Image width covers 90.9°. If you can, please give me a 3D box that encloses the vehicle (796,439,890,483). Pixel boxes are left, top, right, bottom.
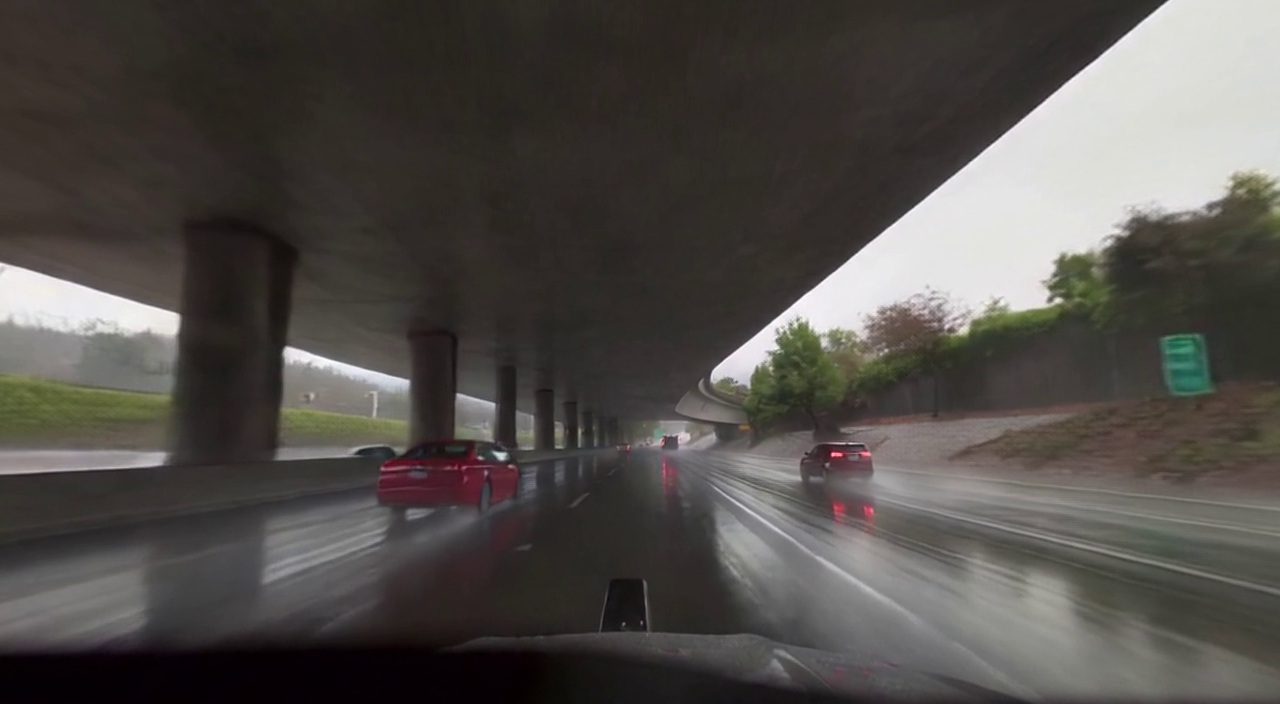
[{"bbox_3d":[7.337,3.976,23.350,1.914,1.465,4.574,0,-8,-1],"label":"vehicle"}]

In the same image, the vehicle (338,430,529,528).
[{"bbox_3d":[-3.710,2.385,12.478,2.085,1.533,4.861,0,-8,1],"label":"vehicle"}]

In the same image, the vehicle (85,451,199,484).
[{"bbox_3d":[-24.584,5.674,31.391,1.832,1.476,4.643,0,-8,0],"label":"vehicle"}]
